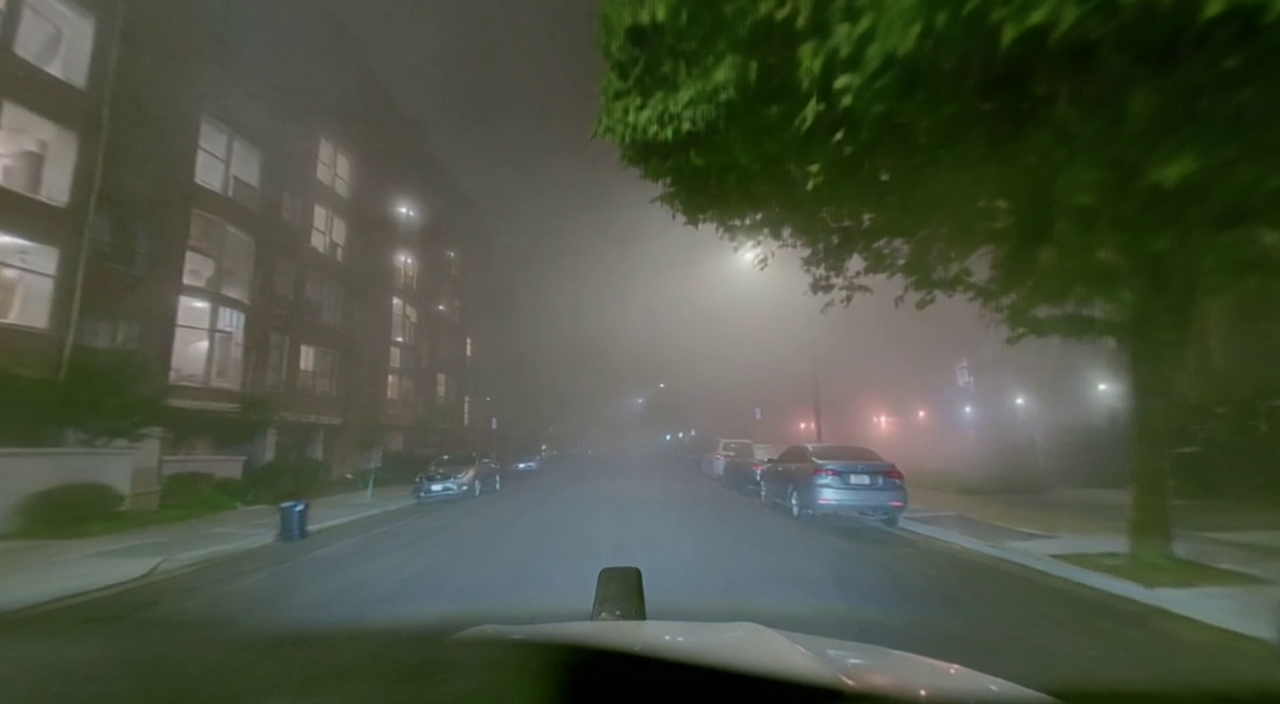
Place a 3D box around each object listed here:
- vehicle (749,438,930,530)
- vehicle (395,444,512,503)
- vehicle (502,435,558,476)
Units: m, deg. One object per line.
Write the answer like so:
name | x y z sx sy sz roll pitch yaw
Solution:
vehicle | 3.644 2.479 12.627 1.881 1.460 4.737 1 -8 -3
vehicle | -5.319 3.489 18.734 2.080 1.458 4.511 -2 -8 0
vehicle | -5.476 5.215 32.067 2.069 1.881 4.697 0 -8 -1
